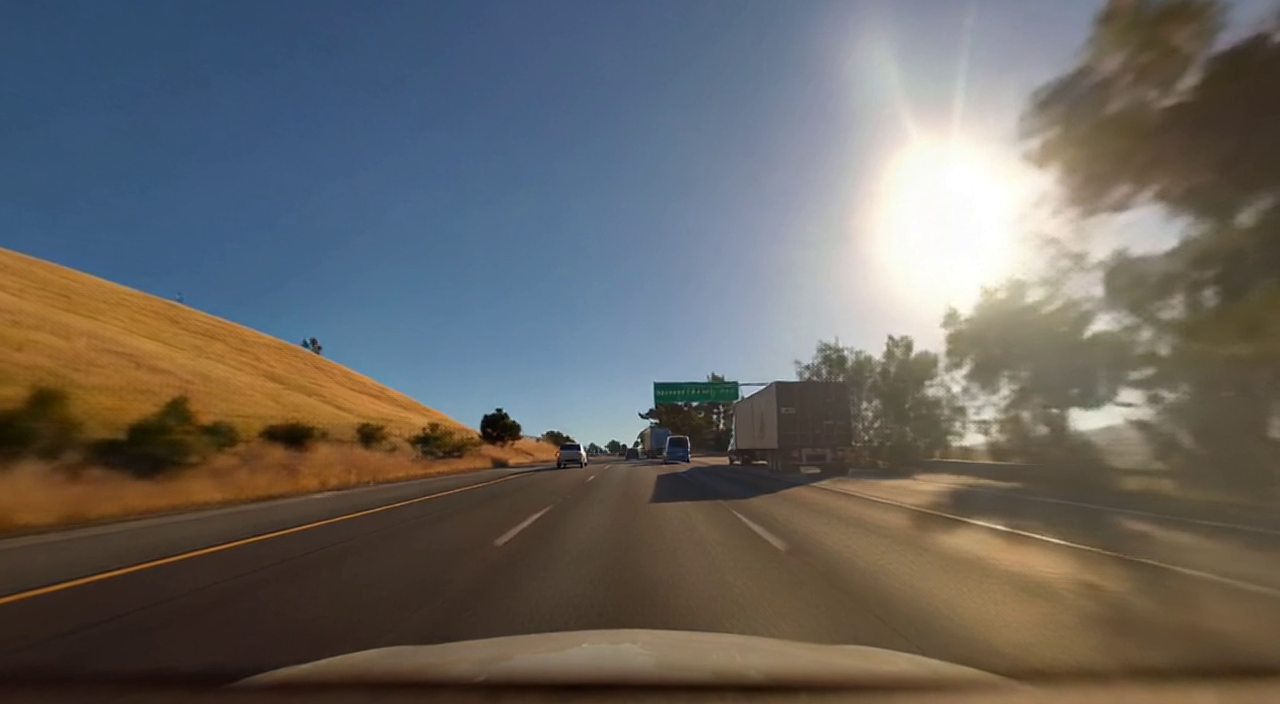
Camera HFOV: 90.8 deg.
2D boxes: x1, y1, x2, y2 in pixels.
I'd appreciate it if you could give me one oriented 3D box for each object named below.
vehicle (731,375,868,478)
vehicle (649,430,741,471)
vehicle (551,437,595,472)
[{"bbox_3d":[7.669,4.261,33.948,2.935,4.187,16.357,0,-9,-1],"label":"vehicle"},{"bbox_3d":[3.102,5.709,36.833,5.075,2.277,2.365,0,-9,-2],"label":"vehicle"},{"bbox_3d":[-4.072,6.298,38.964,2.193,1.977,4.759,0,-9,0],"label":"vehicle"}]
